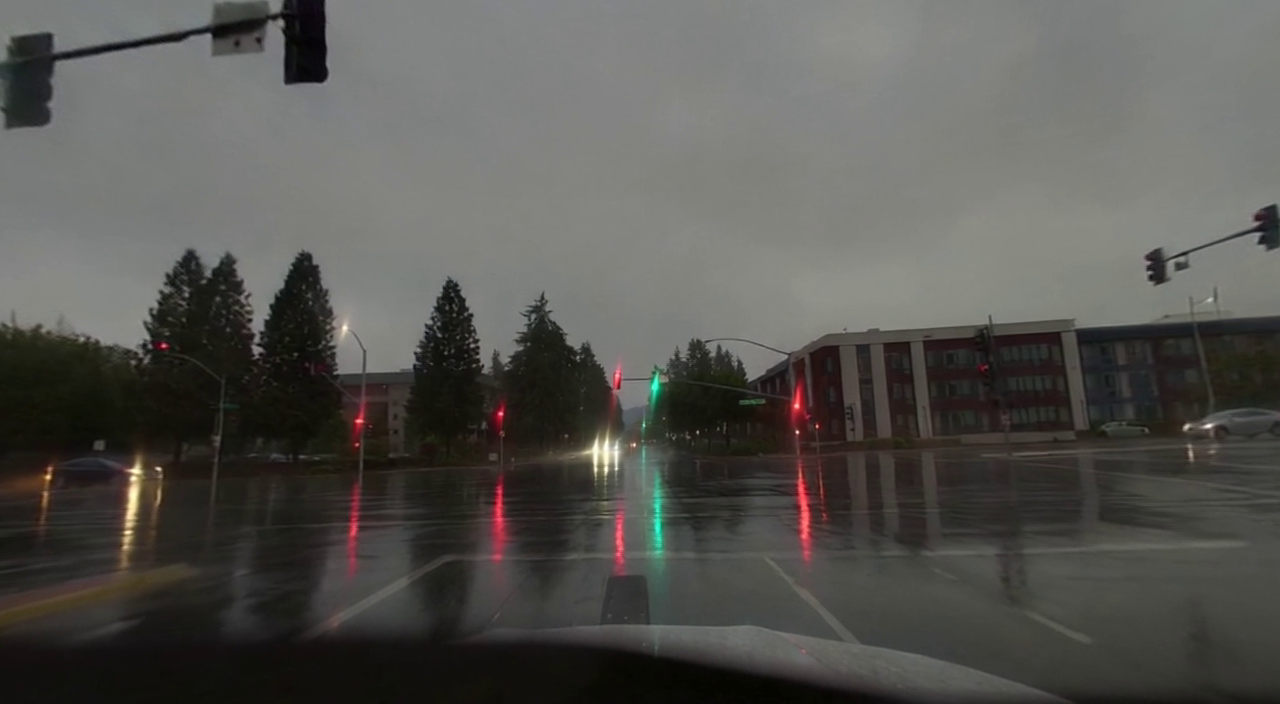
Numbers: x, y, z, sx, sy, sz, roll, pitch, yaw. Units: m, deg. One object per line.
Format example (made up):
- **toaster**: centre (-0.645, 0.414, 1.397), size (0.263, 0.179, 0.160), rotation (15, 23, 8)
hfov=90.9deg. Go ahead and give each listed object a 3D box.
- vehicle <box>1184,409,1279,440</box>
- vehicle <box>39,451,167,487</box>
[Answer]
- **vehicle**: centre (33.938, 4.105, 35.607), size (4.483, 1.691, 1.949), rotation (0, -8, 1)
- **vehicle**: centre (-25.163, 5.476, 29.641), size (4.332, 1.573, 1.900), rotation (0, -8, 3)
